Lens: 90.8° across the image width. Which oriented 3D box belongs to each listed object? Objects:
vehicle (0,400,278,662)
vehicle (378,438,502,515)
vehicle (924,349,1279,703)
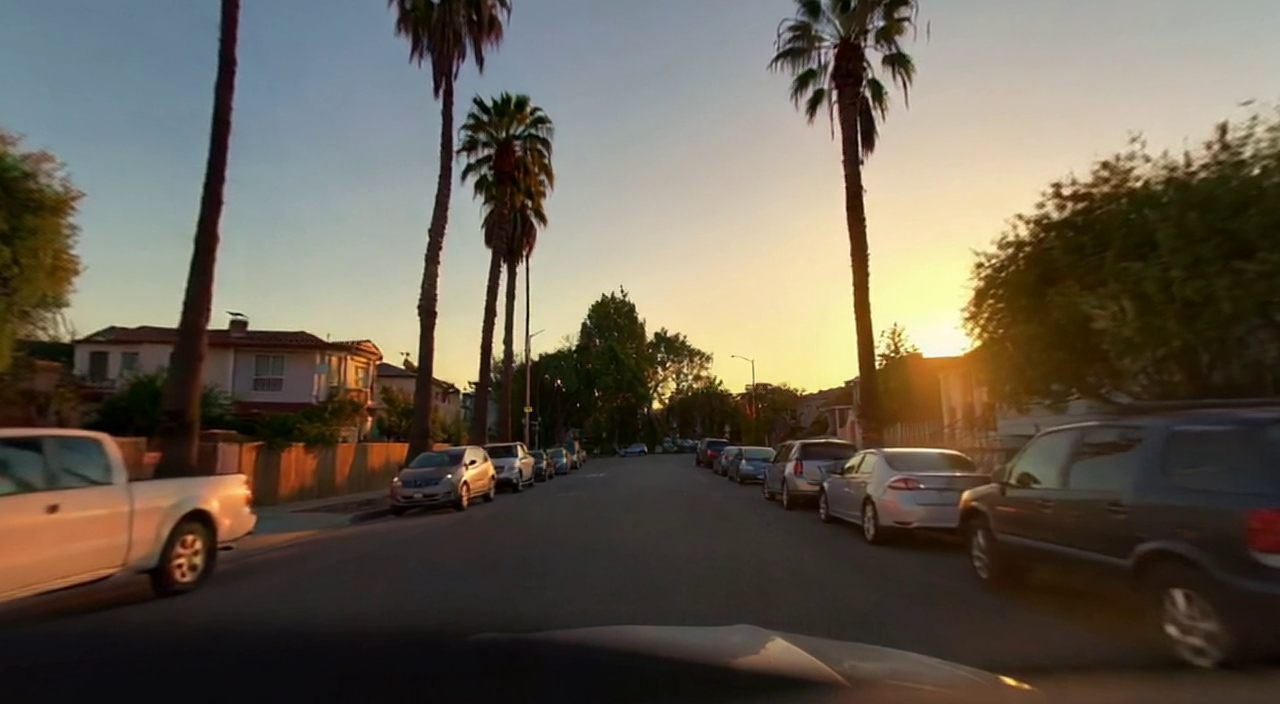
[{"bbox_3d":[-5.496,1.353,5.008,2.020,1.819,5.168,-1,-9,2],"label":"vehicle"},{"bbox_3d":[-5.247,3.310,17.271,1.947,1.803,4.381,0,-9,0],"label":"vehicle"},{"bbox_3d":[4.209,1.244,4.866,1.964,1.889,4.708,1,-9,2],"label":"vehicle"}]
